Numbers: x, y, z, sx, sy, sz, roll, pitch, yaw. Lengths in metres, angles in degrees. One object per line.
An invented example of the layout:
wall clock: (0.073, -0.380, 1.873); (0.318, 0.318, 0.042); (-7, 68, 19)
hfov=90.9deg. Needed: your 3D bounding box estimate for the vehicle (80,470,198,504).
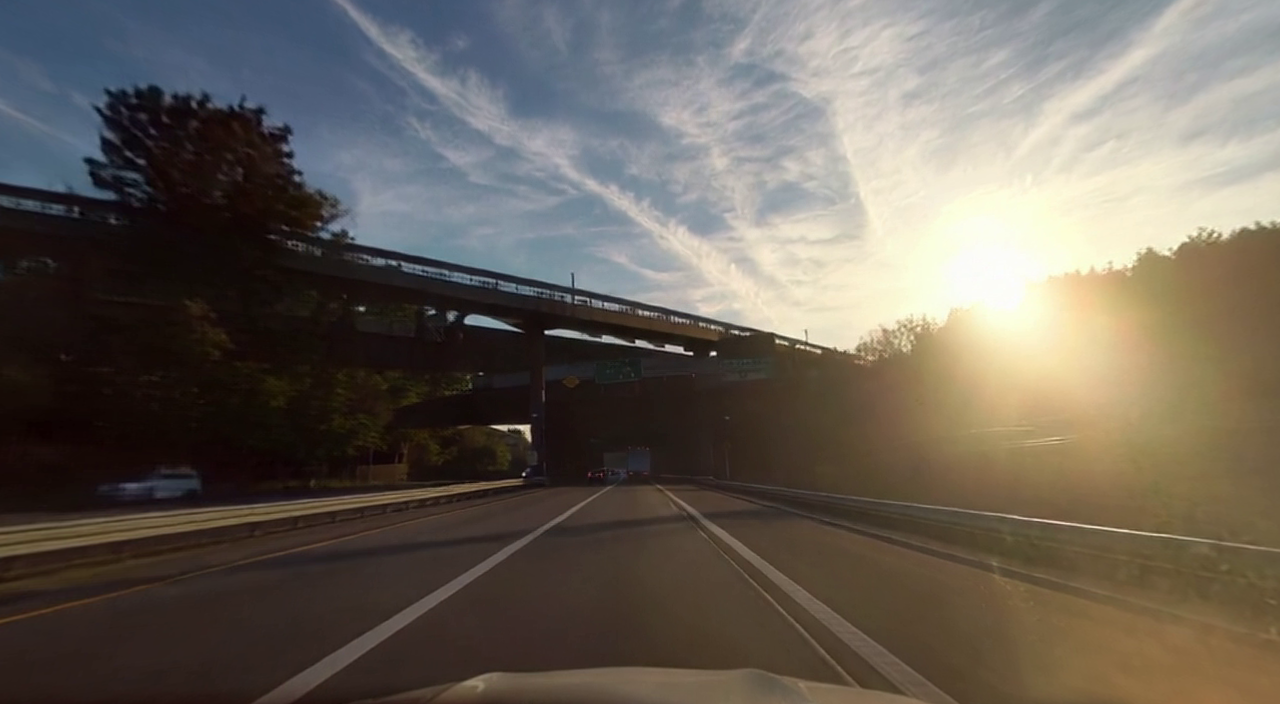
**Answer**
vehicle: (-24.072, 6.474, 30.540); (1.896, 1.469, 4.624); (1, -10, 0)
